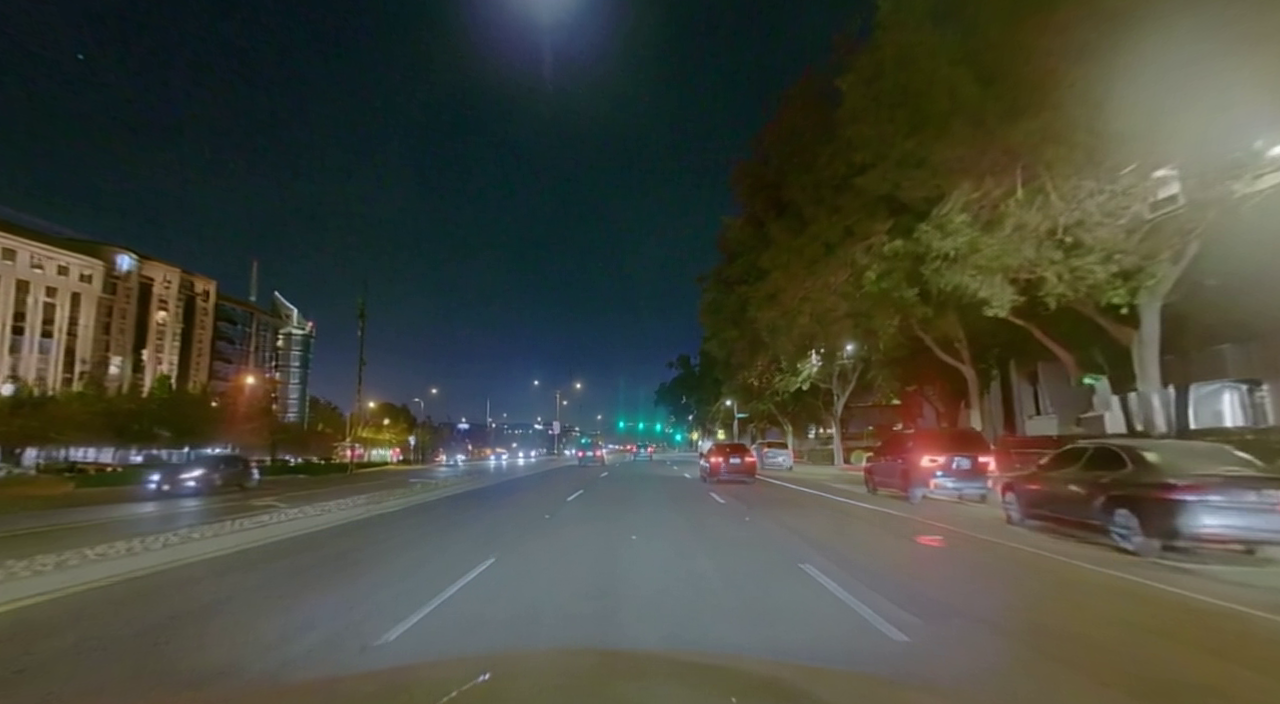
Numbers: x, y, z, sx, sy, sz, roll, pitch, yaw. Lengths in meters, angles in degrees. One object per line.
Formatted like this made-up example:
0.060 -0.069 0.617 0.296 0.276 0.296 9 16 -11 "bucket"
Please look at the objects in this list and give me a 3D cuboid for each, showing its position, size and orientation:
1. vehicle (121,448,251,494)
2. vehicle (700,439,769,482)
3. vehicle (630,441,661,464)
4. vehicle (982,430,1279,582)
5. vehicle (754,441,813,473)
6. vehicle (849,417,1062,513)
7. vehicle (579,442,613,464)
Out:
-19.030 4.977 26.762 2.022 1.735 4.695 0 -8 0 "vehicle"
3.556 4.171 24.546 1.990 1.486 4.431 0 -8 0 "vehicle"
0.377 7.116 44.785 2.101 1.480 3.929 0 -8 0 "vehicle"
6.859 1.852 8.548 1.837 1.463 4.651 0 -8 0 "vehicle"
7.262 5.360 32.382 1.937 1.475 4.682 0 -8 0 "vehicle"
7.044 2.609 15.103 2.087 1.823 5.906 0 -8 1 "vehicle"
-3.108 7.278 45.600 2.082 1.467 4.379 0 -8 1 "vehicle"
